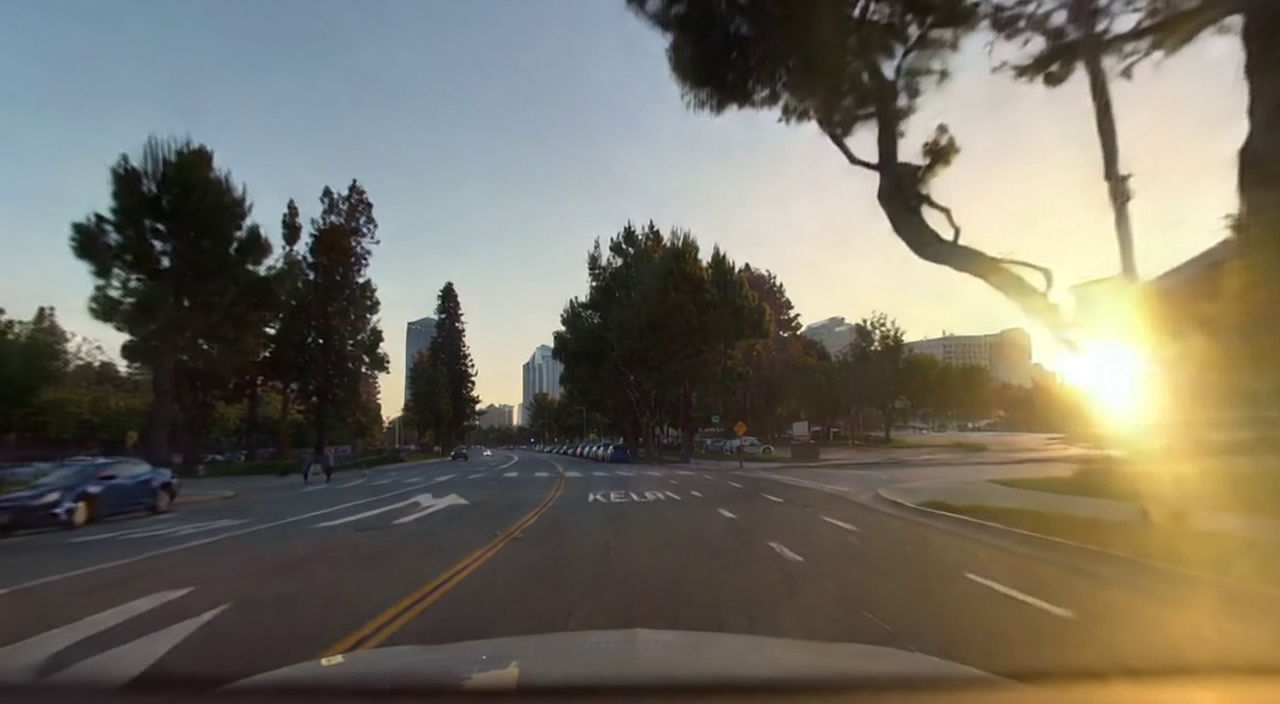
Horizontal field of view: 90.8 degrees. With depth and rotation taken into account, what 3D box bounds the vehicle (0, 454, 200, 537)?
[{"bbox_3d":[-13.552,3.455,15.783,2.090,1.680,4.434,-3,-9,-3],"label":"vehicle"}]
